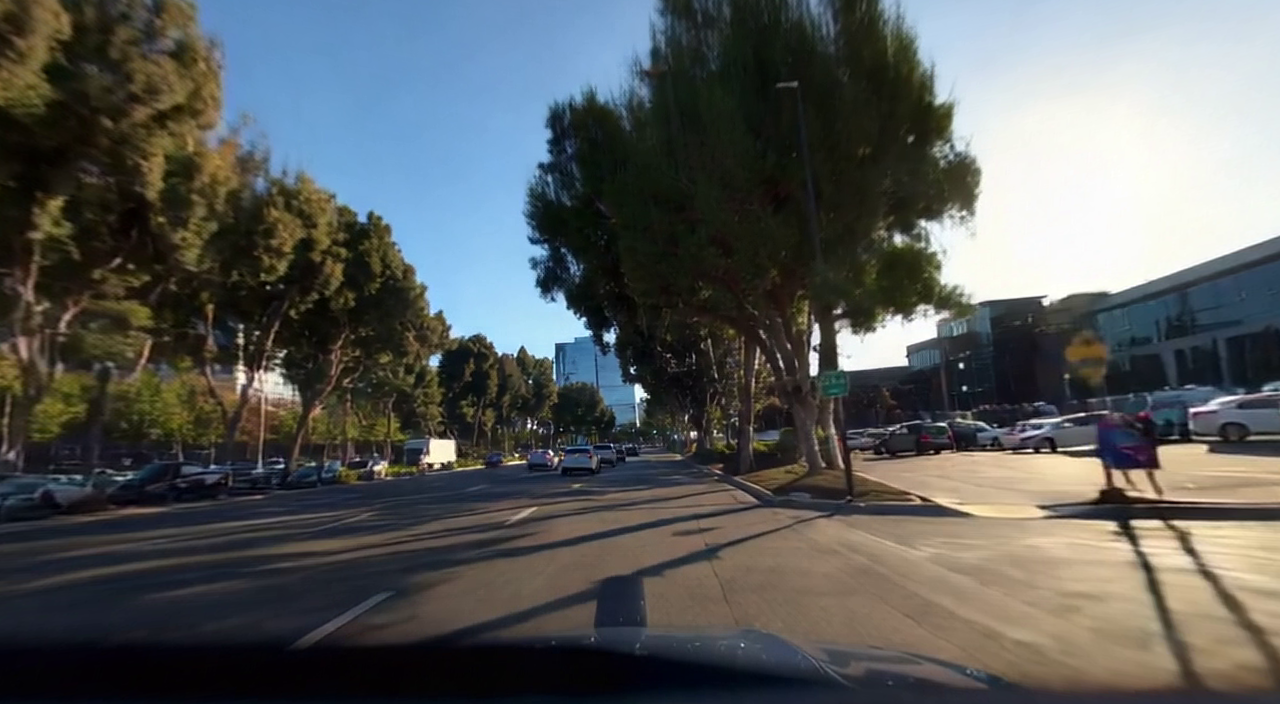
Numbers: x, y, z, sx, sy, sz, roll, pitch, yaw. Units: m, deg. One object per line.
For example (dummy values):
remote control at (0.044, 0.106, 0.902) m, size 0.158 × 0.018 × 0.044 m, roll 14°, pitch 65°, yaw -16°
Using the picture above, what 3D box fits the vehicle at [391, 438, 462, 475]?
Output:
vehicle at (-16.397, 8.062, 49.067) m, size 2.599 × 2.675 × 7.177 m, roll -1°, pitch -8°, yaw 4°

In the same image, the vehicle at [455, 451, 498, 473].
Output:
vehicle at (-12.348, 8.318, 48.049) m, size 2.013 × 1.498 × 4.474 m, roll 0°, pitch -8°, yaw 0°

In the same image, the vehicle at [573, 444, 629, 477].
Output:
vehicle at (-1.855, 5.367, 31.517) m, size 2.235 × 1.500 × 4.420 m, roll -1°, pitch -8°, yaw 4°

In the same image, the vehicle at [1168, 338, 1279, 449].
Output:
vehicle at (14.063, 0.882, 12.404) m, size 5.161 × 1.993 × 2.293 m, roll -1°, pitch -8°, yaw 3°

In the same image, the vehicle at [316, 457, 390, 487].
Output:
vehicle at (-16.228, 6.790, 36.028) m, size 2.024 × 1.531 × 4.580 m, roll 0°, pitch -8°, yaw 1°

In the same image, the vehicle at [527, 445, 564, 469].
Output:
vehicle at (-7.296, 8.106, 49.086) m, size 2.054 × 1.744 × 4.422 m, roll 0°, pitch -8°, yaw 2°

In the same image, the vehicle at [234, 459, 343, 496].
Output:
vehicle at (-16.376, 5.847, 29.807) m, size 2.162 × 1.480 × 5.017 m, roll 0°, pitch -8°, yaw 1°

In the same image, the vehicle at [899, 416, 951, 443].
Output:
vehicle at (21.406, 5.926, 47.721) m, size 1.950 × 1.823 × 4.752 m, roll -1°, pitch -9°, yaw 4°

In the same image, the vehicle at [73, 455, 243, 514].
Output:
vehicle at (-16.422, 4.486, 21.936) m, size 2.073 × 1.749 × 4.770 m, roll 0°, pitch -8°, yaw 1°

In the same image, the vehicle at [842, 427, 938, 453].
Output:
vehicle at (14.493, 5.145, 36.841) m, size 4.739 × 1.424 × 1.936 m, roll 0°, pitch -8°, yaw 1°
